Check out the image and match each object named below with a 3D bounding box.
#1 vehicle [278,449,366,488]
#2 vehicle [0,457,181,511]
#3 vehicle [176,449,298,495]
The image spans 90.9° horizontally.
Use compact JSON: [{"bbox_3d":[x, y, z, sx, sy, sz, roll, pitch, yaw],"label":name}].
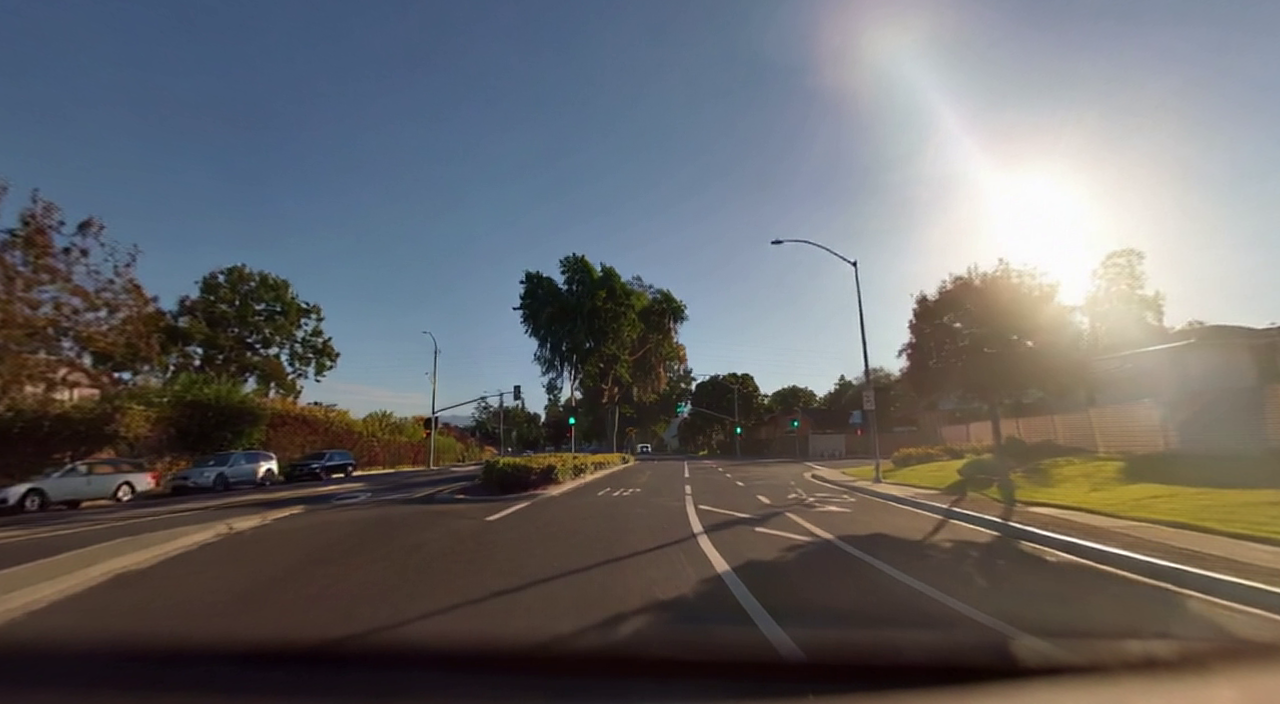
[{"bbox_3d":[-17.473,6.383,34.965,2.050,1.697,4.838,-5,-7,6],"label":"vehicle"},{"bbox_3d":[-18.909,4.476,21.892,1.883,1.506,4.863,-1,-8,6],"label":"vehicle"},{"bbox_3d":[-18.320,5.427,28.991,2.148,1.856,4.632,-1,-9,6],"label":"vehicle"}]
